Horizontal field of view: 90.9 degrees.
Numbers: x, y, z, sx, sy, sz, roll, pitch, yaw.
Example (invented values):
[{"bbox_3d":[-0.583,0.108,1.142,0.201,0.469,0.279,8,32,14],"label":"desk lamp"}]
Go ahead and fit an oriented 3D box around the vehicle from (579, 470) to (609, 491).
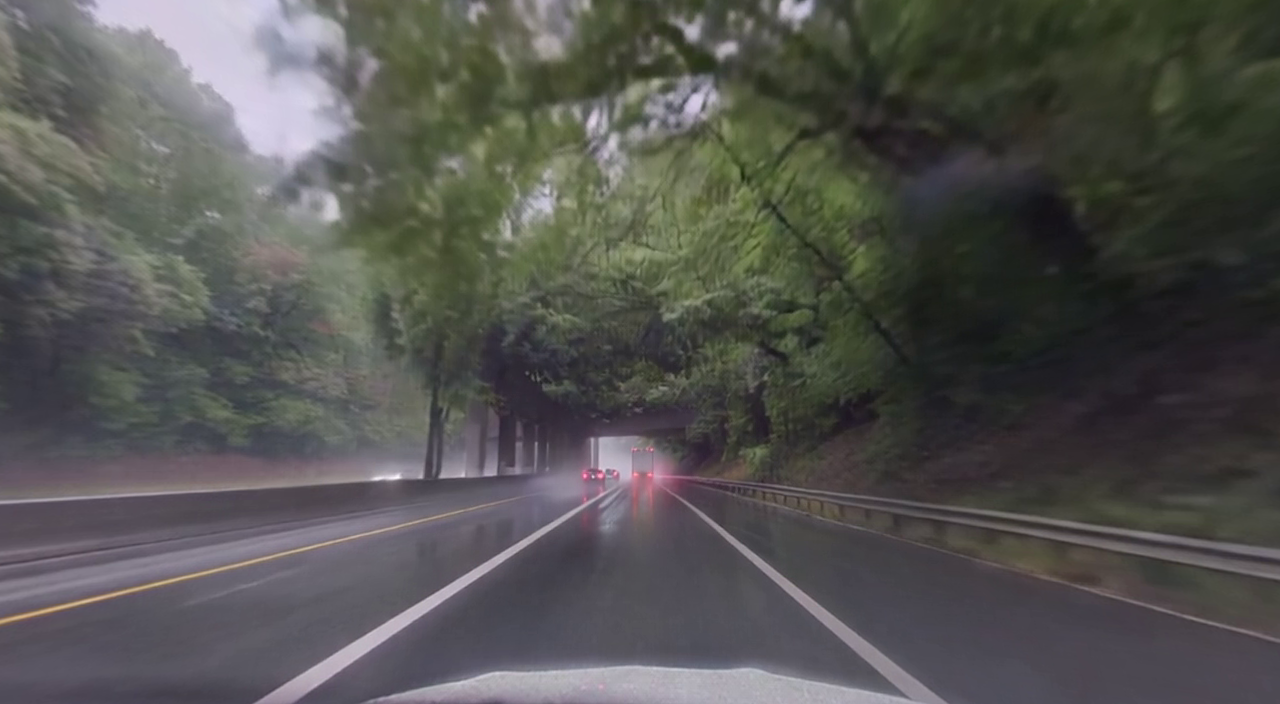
[{"bbox_3d":[-3.498,9.816,48.332,1.976,1.514,3.917,1,-11,0],"label":"vehicle"}]
